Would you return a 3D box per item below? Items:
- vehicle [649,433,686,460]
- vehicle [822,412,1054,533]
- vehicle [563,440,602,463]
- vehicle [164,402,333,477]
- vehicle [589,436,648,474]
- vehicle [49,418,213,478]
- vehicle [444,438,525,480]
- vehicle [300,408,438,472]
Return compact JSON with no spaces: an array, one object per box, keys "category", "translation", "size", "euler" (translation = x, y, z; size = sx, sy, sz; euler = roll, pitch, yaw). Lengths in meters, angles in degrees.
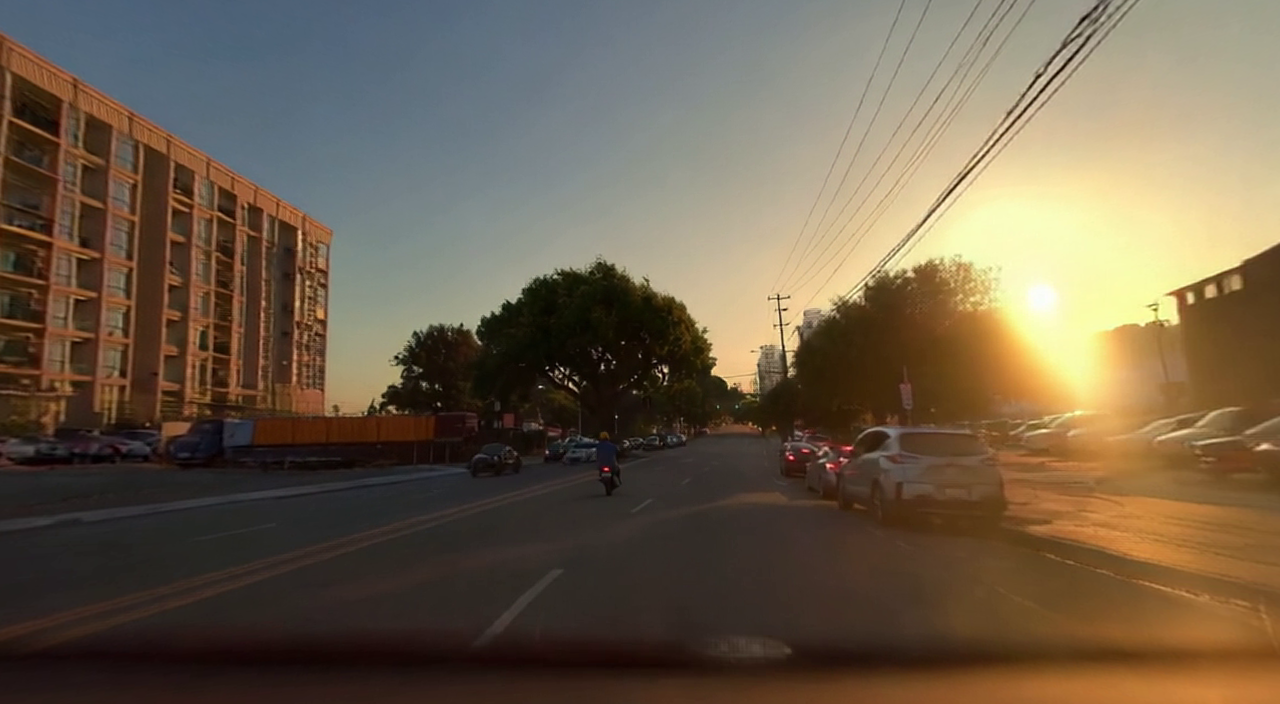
[{"category":"vehicle","translation":[2.179,7.212,48.238],"size":[2.295,1.929,5.498],"euler":[-1,-8,8]},{"category":"vehicle","translation":[5.307,2.228,12.357],"size":[2.387,1.820,5.286],"euler":[-1,-8,6]},{"category":"vehicle","translation":[-4.207,7.450,47.106],"size":[2.105,1.509,4.753],"euler":[-3,-11,4]},{"category":"vehicle","translation":[-20.704,4.709,34.345],"size":[3.283,3.441,8.669],"euler":[-2,-7,4]},{"category":"vehicle","translation":[-0.876,4.615,28.559],"size":[1.925,1.602,4.090],"euler":[-1,-8,9]},{"category":"vehicle","translation":[-27.258,5.172,34.303],"size":[2.933,2.907,6.416],"euler":[-2,-8,9]},{"category":"vehicle","translation":[-7.083,4.900,29.326],"size":[2.053,1.771,4.684],"euler":[-1,-8,7]},{"category":"vehicle","translation":[-14.864,5.000,35.791],"size":[2.990,3.144,9.080],"euler":[-1,-8,6]}]
